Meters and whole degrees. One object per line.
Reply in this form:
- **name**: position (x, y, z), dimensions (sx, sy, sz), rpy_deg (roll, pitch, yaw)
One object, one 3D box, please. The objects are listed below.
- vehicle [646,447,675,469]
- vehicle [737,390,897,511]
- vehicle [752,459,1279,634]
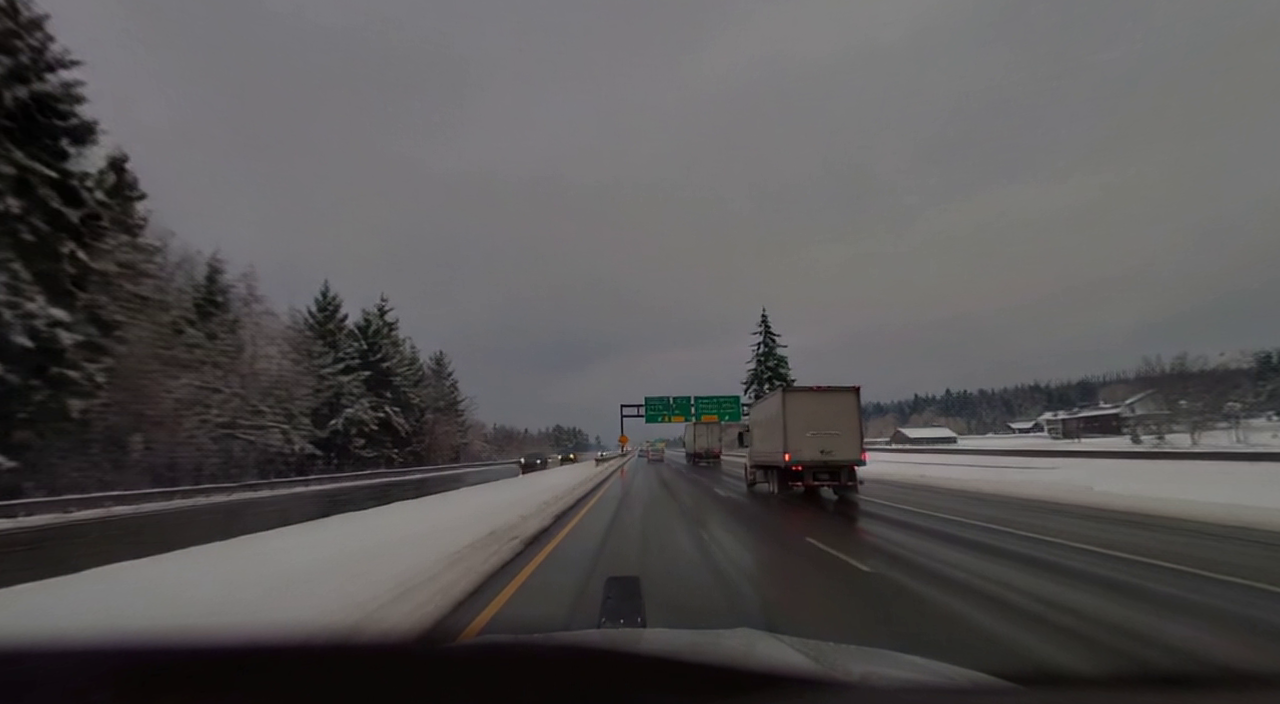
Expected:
- **vehicle**: position (1.435, 7.581, 45.375), dimensions (2.049, 1.500, 3.790), rpy_deg (0, -9, 1)
- **vehicle**: position (4.555, 2.731, 17.623), dimensions (2.569, 2.783, 5.984), rpy_deg (0, -9, -1)
- **vehicle**: position (4.635, 2.576, 11.346), dimensions (2.472, 1.036, 13.239), rpy_deg (-1, -9, -2)
